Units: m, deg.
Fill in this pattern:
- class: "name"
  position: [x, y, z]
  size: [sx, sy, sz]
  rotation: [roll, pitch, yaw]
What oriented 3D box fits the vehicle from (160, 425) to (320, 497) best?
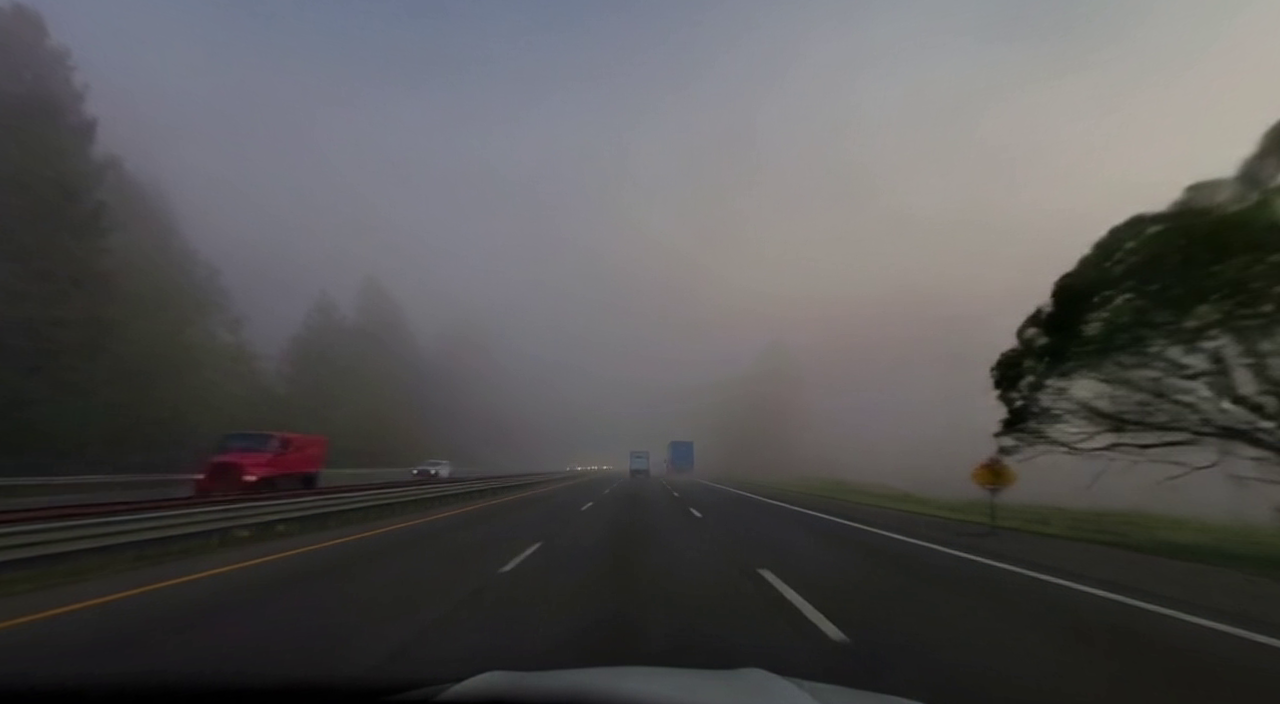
- class: "vehicle"
  position: [-15.295, 4.307, 24.632]
  size: [2.385, 2.442, 5.711]
  rotation: [1, -10, 0]
